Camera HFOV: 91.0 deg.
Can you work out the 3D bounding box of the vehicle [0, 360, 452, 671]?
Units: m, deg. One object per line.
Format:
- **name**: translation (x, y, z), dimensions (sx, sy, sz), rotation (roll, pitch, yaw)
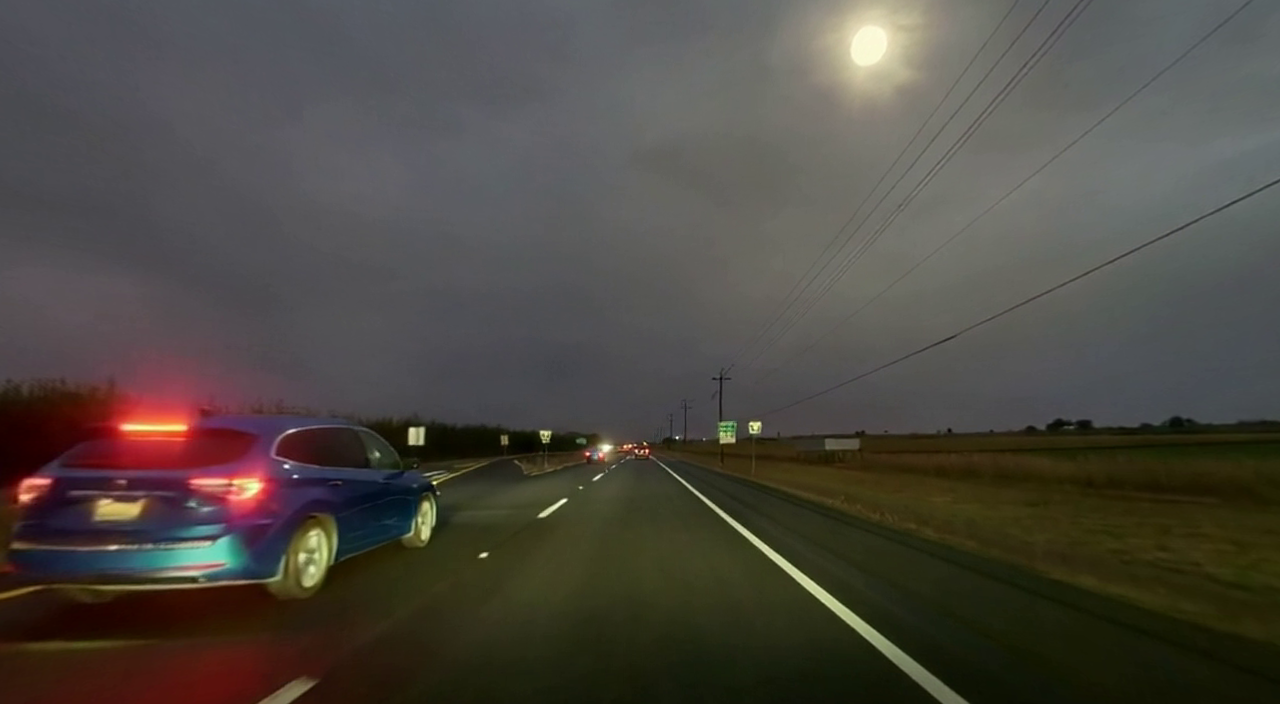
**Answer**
- **vehicle**: translation (-3.637, 1.337, 6.254), dimensions (2.173, 1.863, 4.786), rotation (0, -9, -2)
